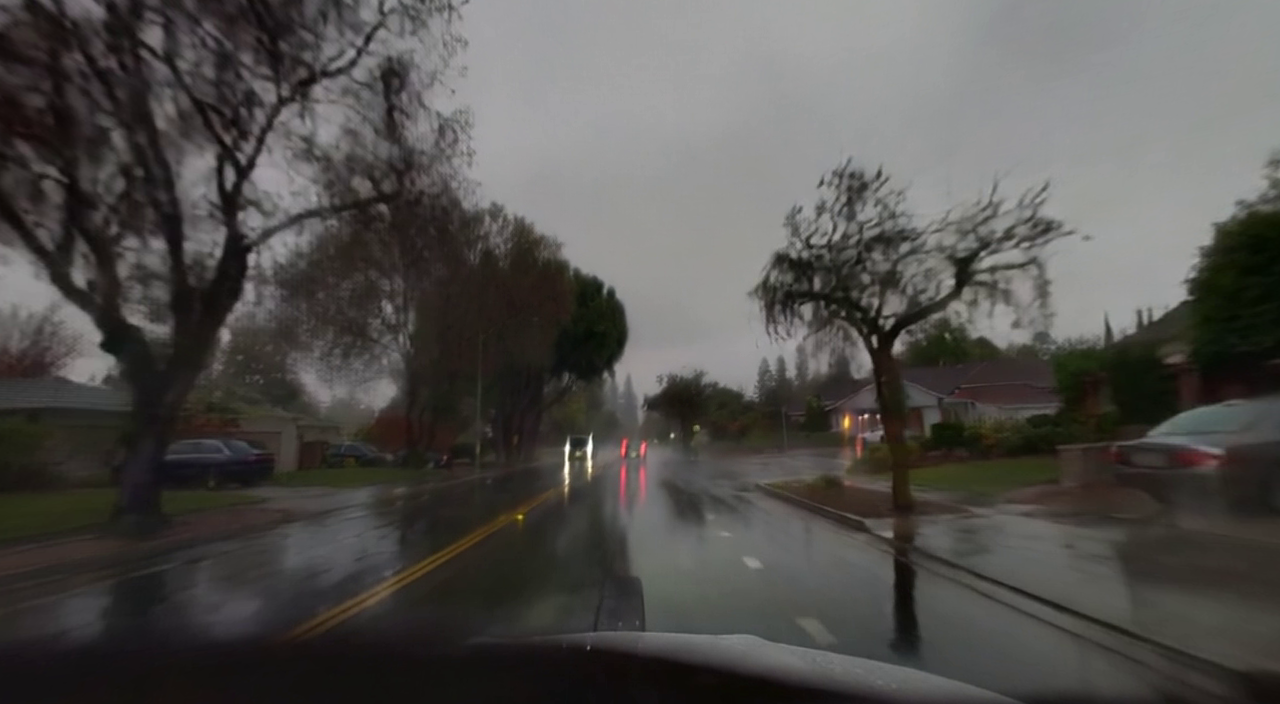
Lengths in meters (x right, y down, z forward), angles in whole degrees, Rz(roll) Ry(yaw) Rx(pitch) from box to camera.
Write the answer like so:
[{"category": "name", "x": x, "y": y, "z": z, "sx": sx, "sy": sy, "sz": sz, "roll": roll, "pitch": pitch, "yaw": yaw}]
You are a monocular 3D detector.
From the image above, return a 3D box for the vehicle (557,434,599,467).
[{"category": "vehicle", "x": -4.492, "y": 7.247, "z": 46.740, "sx": 2.451, "sy": 2.182, "sz": 5.485, "roll": -3, "pitch": -9, "yaw": 1}]

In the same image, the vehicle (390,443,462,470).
[{"category": "vehicle", "x": -15.028, "y": 7.354, "z": 44.512, "sx": 4.223, "sy": 1.753, "sz": 2.134, "roll": 0, "pitch": -8, "yaw": 6}]

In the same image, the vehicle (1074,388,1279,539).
[{"category": "vehicle", "x": 8.701, "y": 1.188, "z": 8.069, "sx": 4.740, "sy": 1.467, "sz": 2.074, "roll": -6, "pitch": -8, "yaw": -4}]

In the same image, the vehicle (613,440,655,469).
[{"category": "vehicle", "x": -0.335, "y": 5.471, "z": 33.860, "sx": 2.098, "sy": 1.483, "sz": 4.099, "roll": 0, "pitch": -9, "yaw": -1}]

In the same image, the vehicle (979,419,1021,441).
[{"category": "vehicle", "x": 25.225, "y": 5.454, "z": 44.349, "sx": 1.603, "sy": 1.430, "sz": 3.662, "roll": -3, "pitch": -6, "yaw": 15}]

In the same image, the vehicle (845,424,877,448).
[{"category": "vehicle", "x": 16.891, "y": 6.388, "z": 48.150, "sx": 1.979, "sy": 1.434, "sz": 4.607, "roll": -7, "pitch": -7, "yaw": 21}]

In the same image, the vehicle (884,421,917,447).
[{"category": "vehicle", "x": 19.506, "y": 6.138, "z": 47.371, "sx": 2.114, "sy": 1.677, "sz": 4.707, "roll": -5, "pitch": -6, "yaw": 22}]
